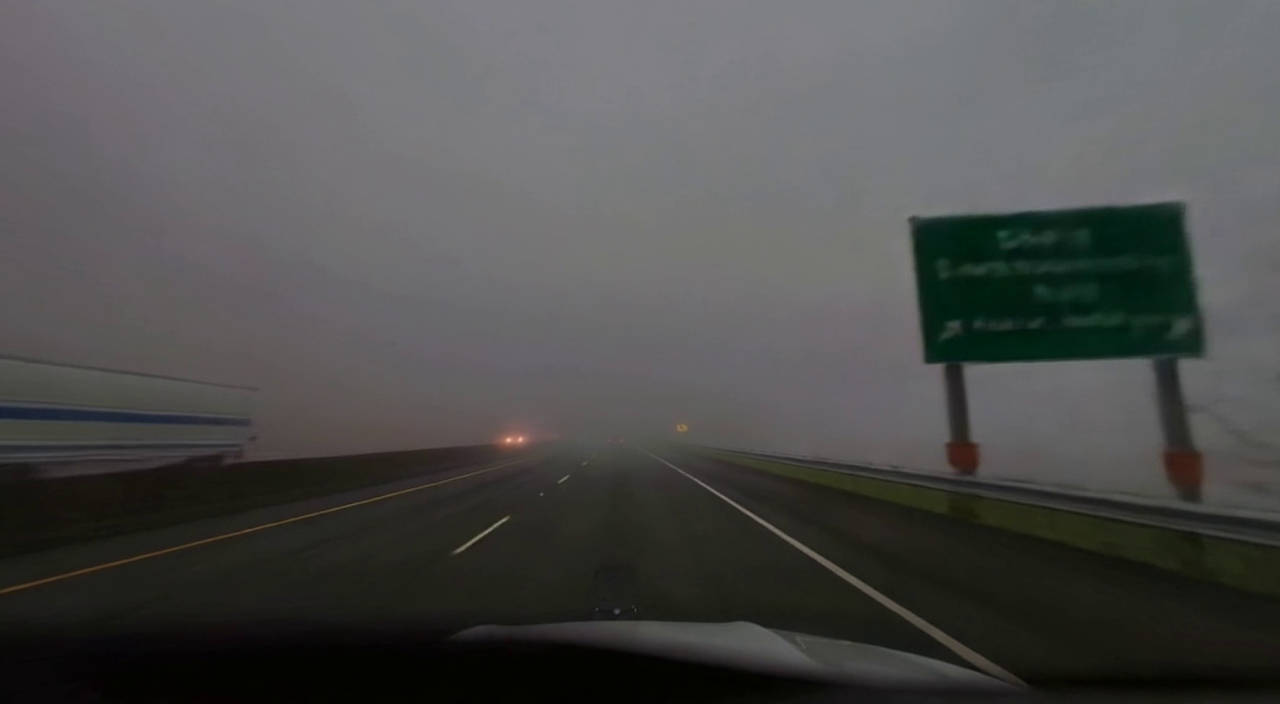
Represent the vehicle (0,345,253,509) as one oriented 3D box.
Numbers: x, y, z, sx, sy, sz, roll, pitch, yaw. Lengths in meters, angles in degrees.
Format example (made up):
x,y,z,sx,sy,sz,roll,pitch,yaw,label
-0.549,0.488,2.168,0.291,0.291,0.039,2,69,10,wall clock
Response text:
x,y,z,sx,sy,sz,roll,pitch,yaw,label
-17.445,2.350,19.133,2.859,4.050,14.064,0,-8,-2,vehicle
